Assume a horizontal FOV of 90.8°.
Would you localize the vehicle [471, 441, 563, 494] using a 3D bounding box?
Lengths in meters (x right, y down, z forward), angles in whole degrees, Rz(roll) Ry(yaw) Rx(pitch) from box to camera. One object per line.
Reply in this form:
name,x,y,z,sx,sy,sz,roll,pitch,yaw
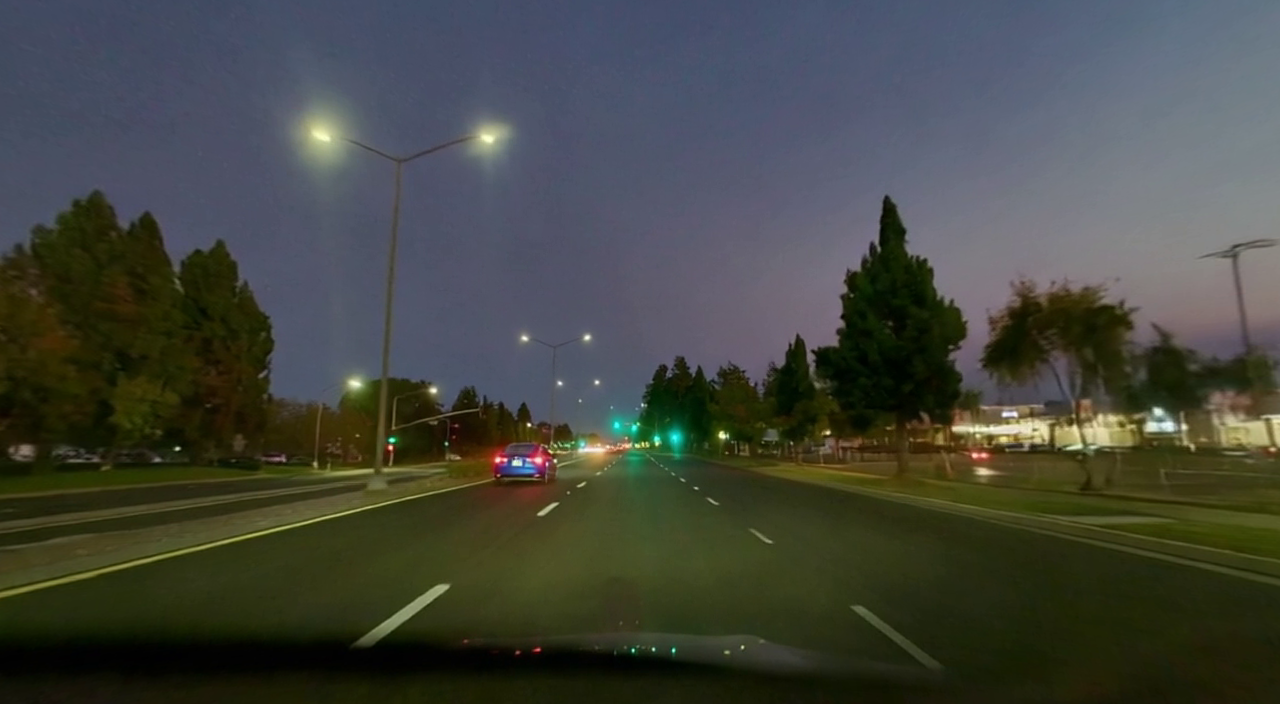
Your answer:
vehicle,-3.665,3.525,19.717,2.003,1.454,4.484,0,-9,0
